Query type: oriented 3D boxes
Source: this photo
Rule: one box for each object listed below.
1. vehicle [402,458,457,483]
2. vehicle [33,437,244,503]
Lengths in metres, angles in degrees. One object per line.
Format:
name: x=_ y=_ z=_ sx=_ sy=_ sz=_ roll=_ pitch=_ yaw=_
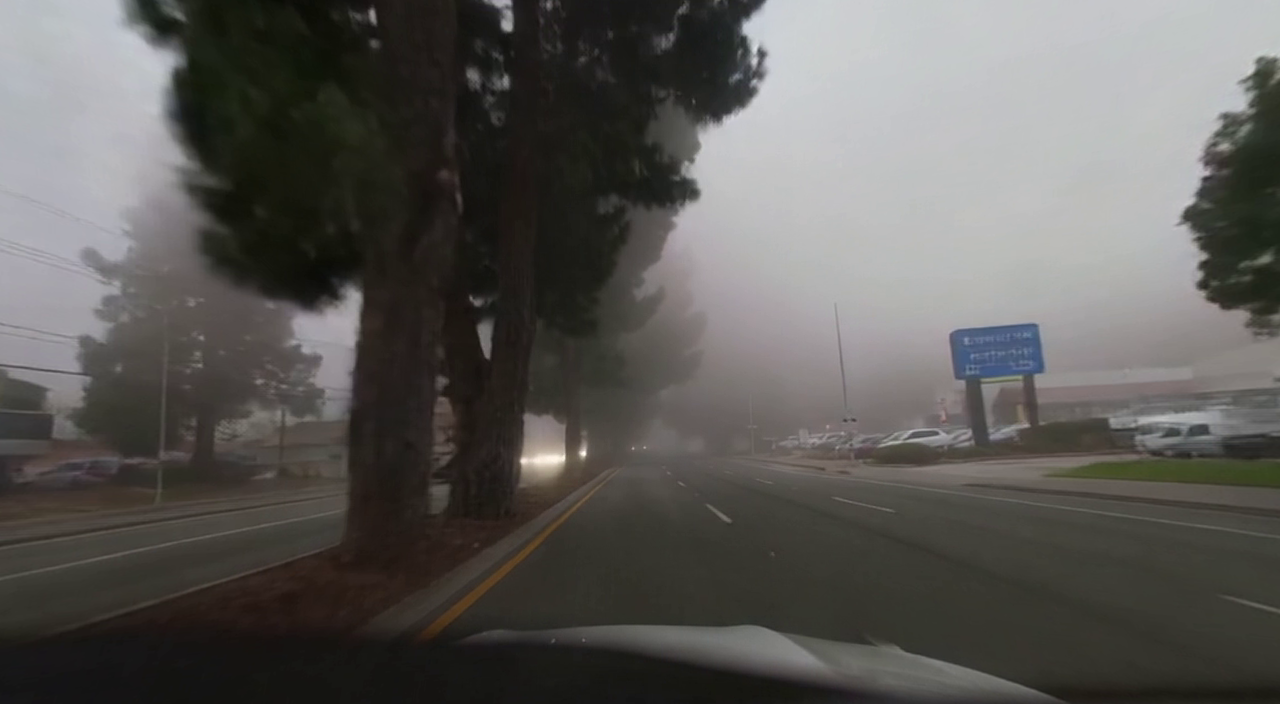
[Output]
vehicle: x=-13.392 y=7.533 z=40.356 sx=1.858 sy=1.454 sz=4.524 roll=-1 pitch=-9 yaw=2
vehicle: x=-36.056 y=8.687 z=47.133 sx=2.908 sy=3.933 sz=16.577 roll=-1 pitch=-10 yaw=-2
